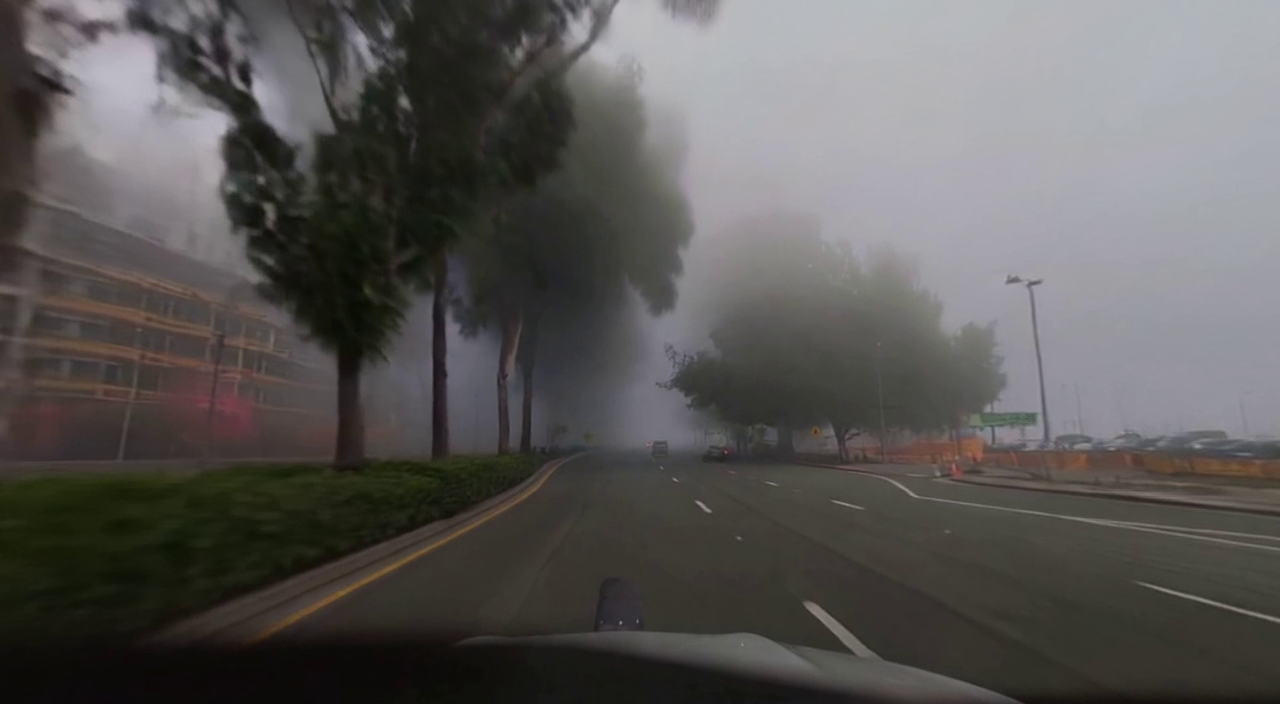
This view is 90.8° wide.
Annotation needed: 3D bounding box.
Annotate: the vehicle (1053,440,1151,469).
[{"bbox_3d":[32.753,7.241,45.112,2.283,1.875,6.308,-1,-7,0],"label":"vehicle"}]
